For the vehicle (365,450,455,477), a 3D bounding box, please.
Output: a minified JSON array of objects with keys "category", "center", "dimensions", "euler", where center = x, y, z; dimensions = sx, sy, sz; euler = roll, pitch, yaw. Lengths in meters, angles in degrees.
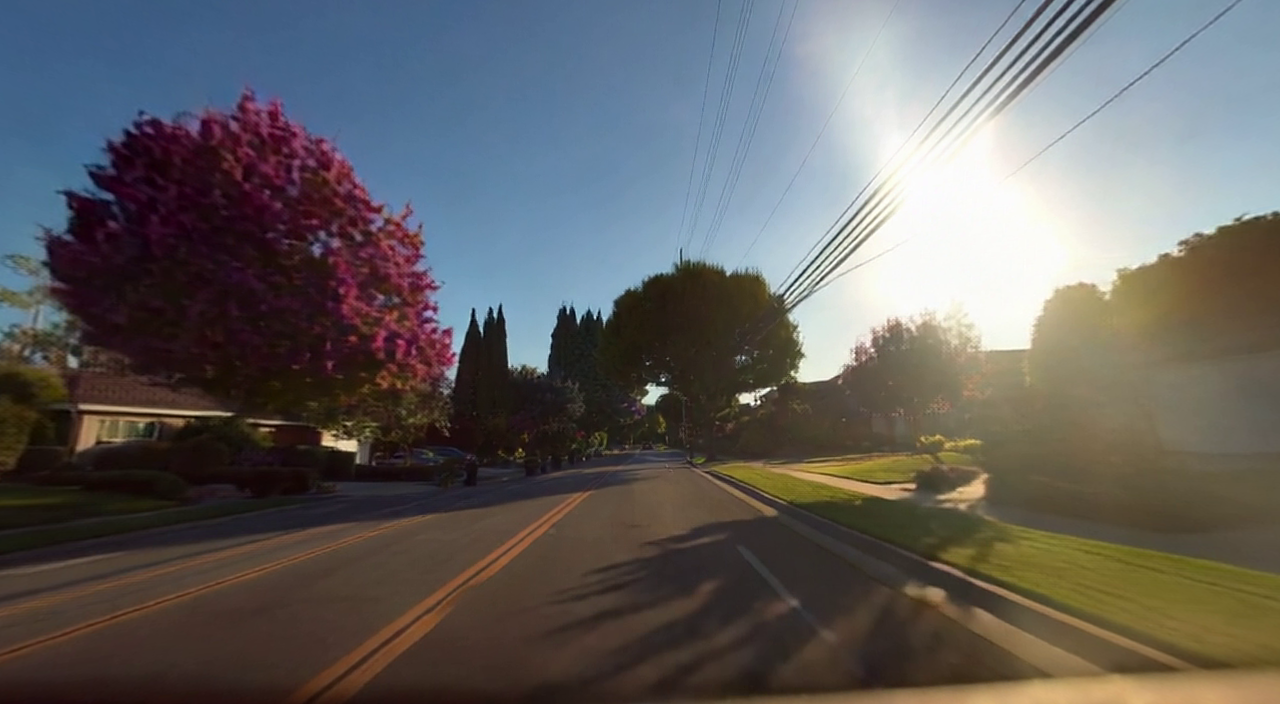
[{"category":"vehicle","center":[-13.743,6.655,37.952],"dimensions":[4.554,1.535,2.261],"euler":[0,-9,-2]}]
